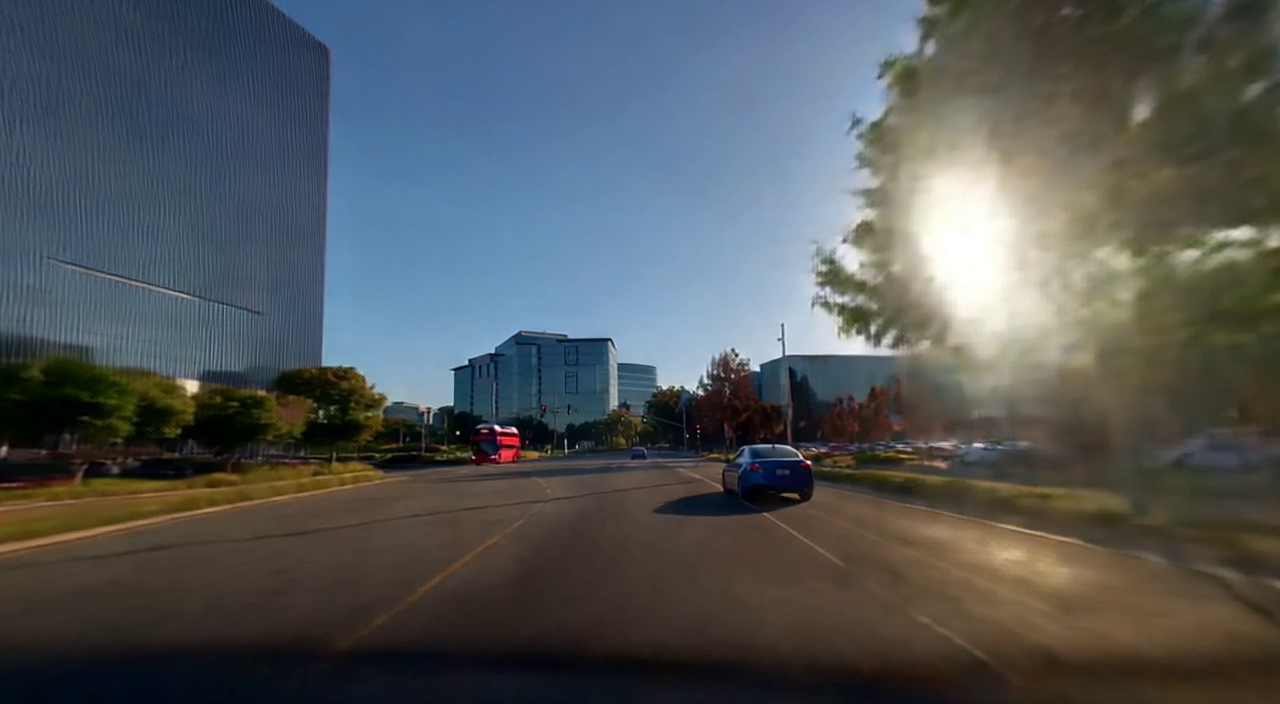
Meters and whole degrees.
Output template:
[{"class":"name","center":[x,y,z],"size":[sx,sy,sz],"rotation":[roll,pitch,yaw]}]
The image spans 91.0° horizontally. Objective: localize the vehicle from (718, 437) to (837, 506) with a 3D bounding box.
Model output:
[{"class":"vehicle","center":[3.302,2.970,16.032],"size":[1.993,1.501,4.127],"rotation":[0,-9,-1]}]
